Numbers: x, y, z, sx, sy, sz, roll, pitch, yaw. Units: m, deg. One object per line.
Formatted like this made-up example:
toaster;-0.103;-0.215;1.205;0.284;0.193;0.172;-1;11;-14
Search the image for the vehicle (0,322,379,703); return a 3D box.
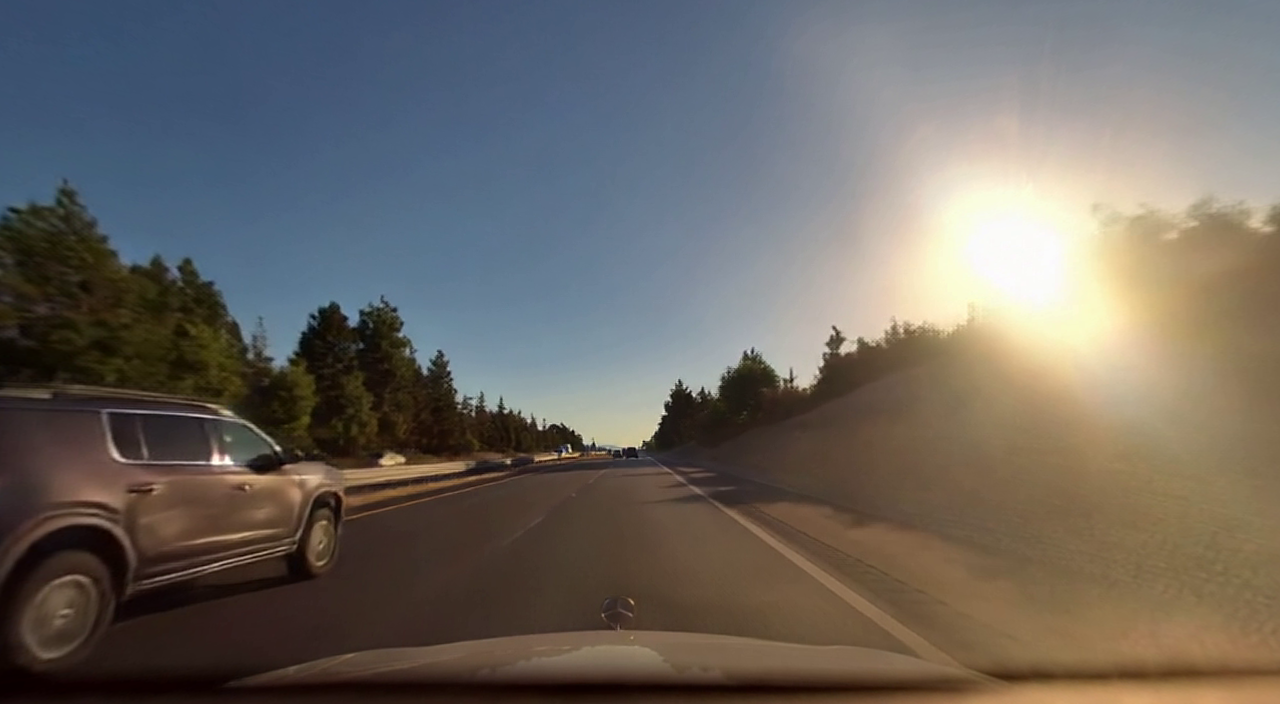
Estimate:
vehicle;-4.110;1.078;4.786;2.292;1.802;4.481;0;-9;0
